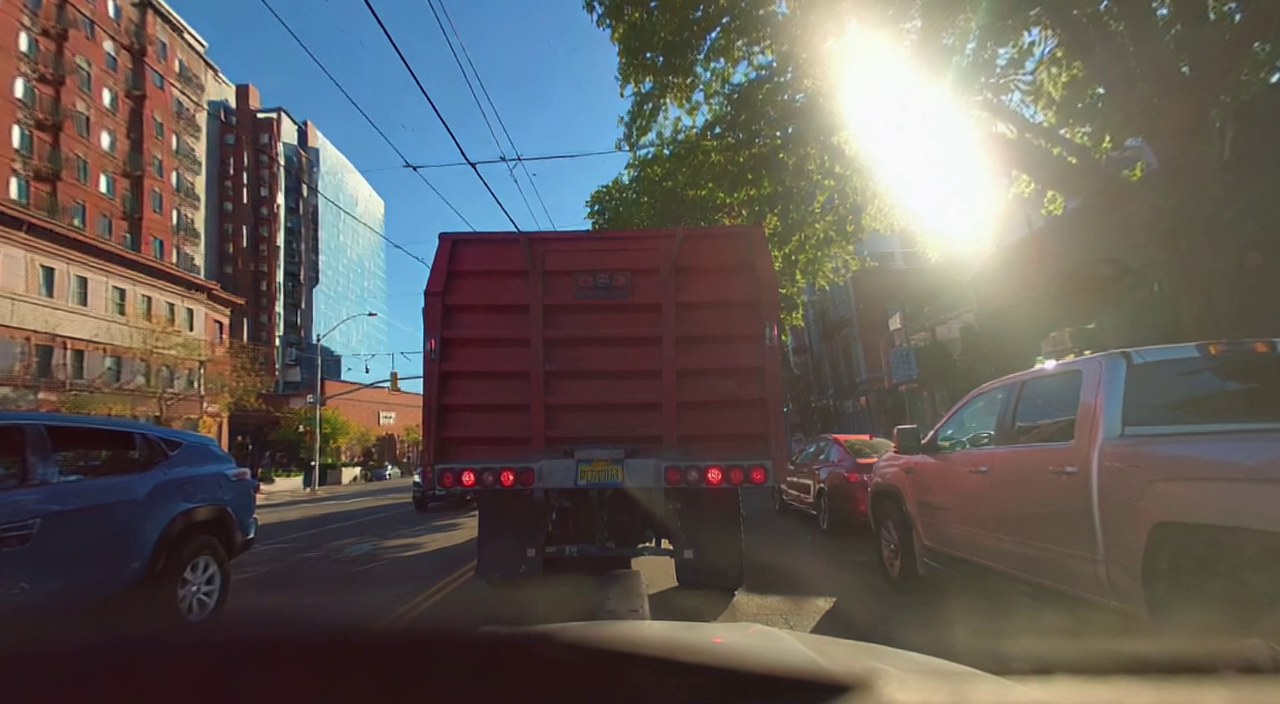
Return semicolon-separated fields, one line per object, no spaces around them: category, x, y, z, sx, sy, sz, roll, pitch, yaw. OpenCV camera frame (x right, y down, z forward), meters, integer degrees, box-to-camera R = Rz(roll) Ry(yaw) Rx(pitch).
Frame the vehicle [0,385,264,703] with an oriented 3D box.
vehicle;-4.124;0.973;2.894;1.988;1.657;4.492;0;-9;0

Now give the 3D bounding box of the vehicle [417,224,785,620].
vehicle;-0.231;1.110;9.244;2.878;3.204;8.244;0;-8;1

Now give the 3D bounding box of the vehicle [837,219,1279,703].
vehicle;3.232;0.838;3.876;2.242;1.979;5.722;0;-9;1
